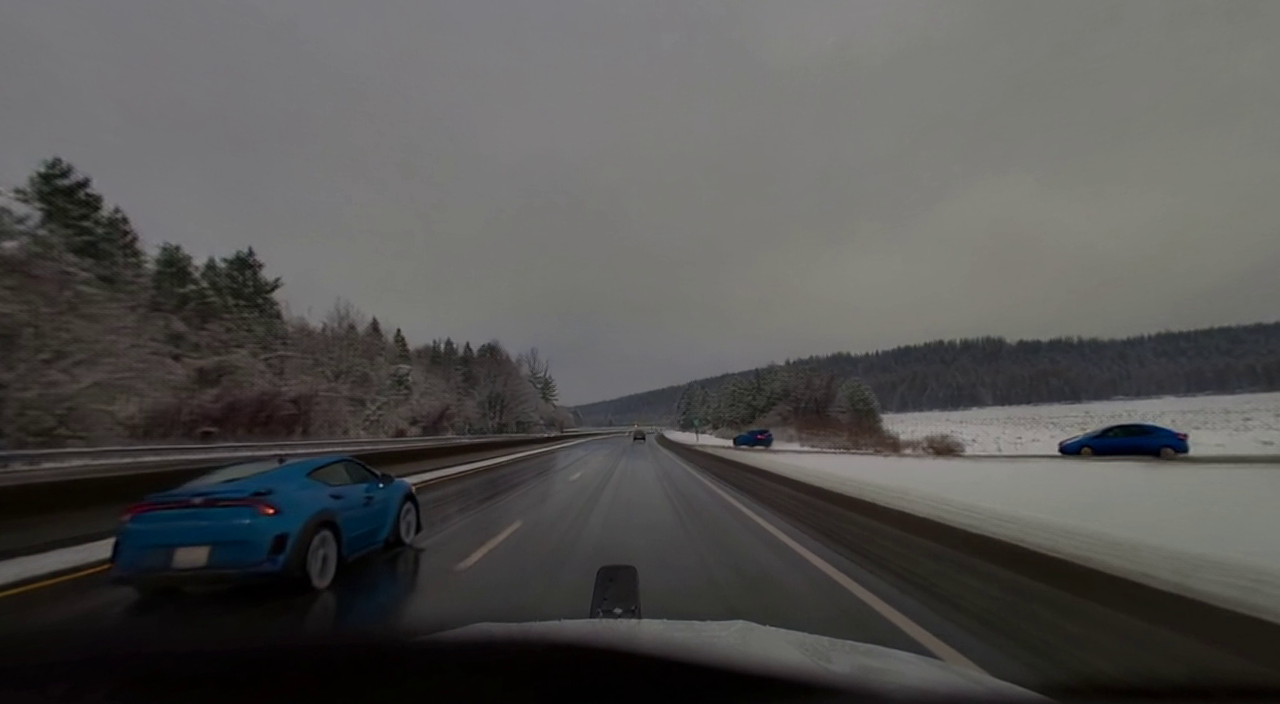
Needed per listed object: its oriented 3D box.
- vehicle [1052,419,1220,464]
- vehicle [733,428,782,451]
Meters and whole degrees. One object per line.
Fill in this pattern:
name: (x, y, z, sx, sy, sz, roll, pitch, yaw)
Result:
vehicle: (18.345, 3.326, 23.473, 1.992, 1.486, 4.406, 5, -9, -31)
vehicle: (8.210, 6.135, 44.200, 1.765, 1.510, 3.762, 3, -8, -17)
